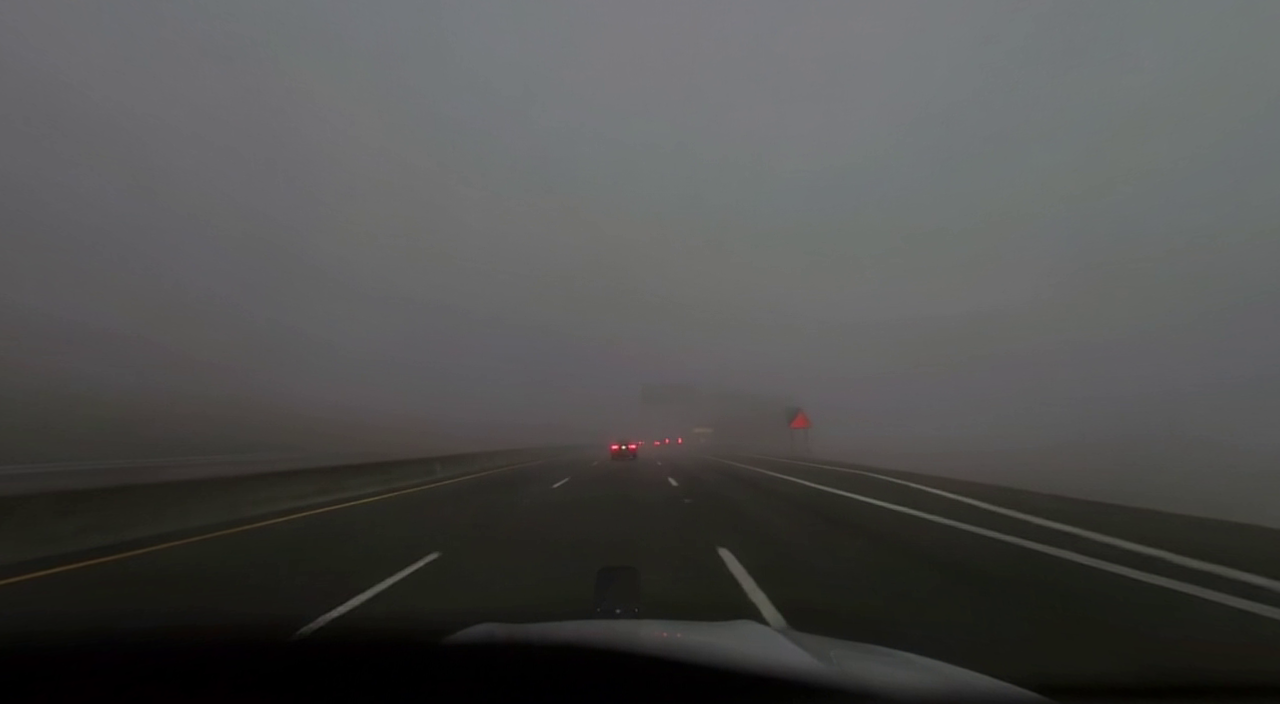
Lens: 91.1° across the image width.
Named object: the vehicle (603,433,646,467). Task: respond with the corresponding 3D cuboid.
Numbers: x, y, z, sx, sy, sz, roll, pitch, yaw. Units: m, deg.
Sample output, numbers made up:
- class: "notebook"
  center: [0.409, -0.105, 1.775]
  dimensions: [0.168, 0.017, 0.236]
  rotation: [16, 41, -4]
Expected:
- class: "vehicle"
  center: [-0.764, 4.956, 31.998]
  dimensions: [2.039, 1.589, 4.324]
  rotation: [0, -8, 0]
